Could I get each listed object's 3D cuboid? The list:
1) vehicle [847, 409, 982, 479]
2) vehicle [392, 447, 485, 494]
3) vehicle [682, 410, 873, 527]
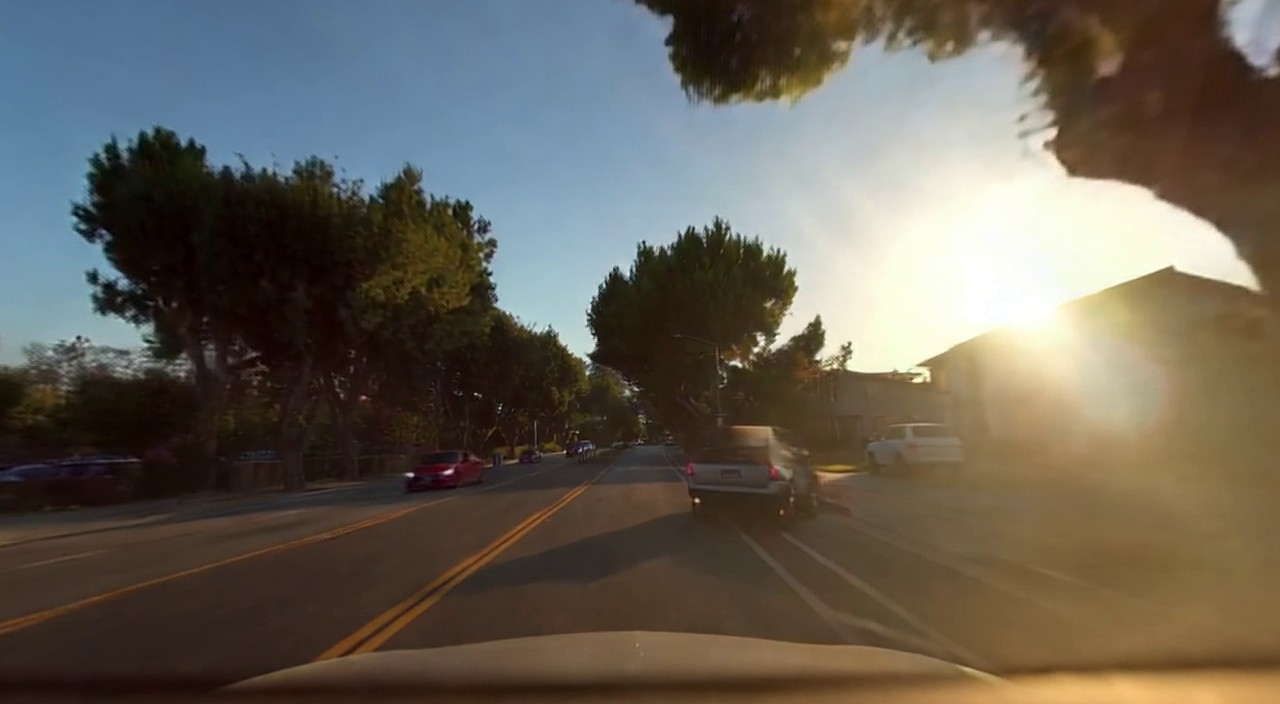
[{"bbox_3d":[8.577,3.007,20.292,2.007,1.803,4.835,-5,-9,-1],"label":"vehicle"},{"bbox_3d":[-7.194,4.240,22.998,1.894,1.476,4.429,-2,-8,1],"label":"vehicle"},{"bbox_3d":[2.984,2.253,12.750,2.268,1.862,4.724,-5,-10,31],"label":"vehicle"}]
